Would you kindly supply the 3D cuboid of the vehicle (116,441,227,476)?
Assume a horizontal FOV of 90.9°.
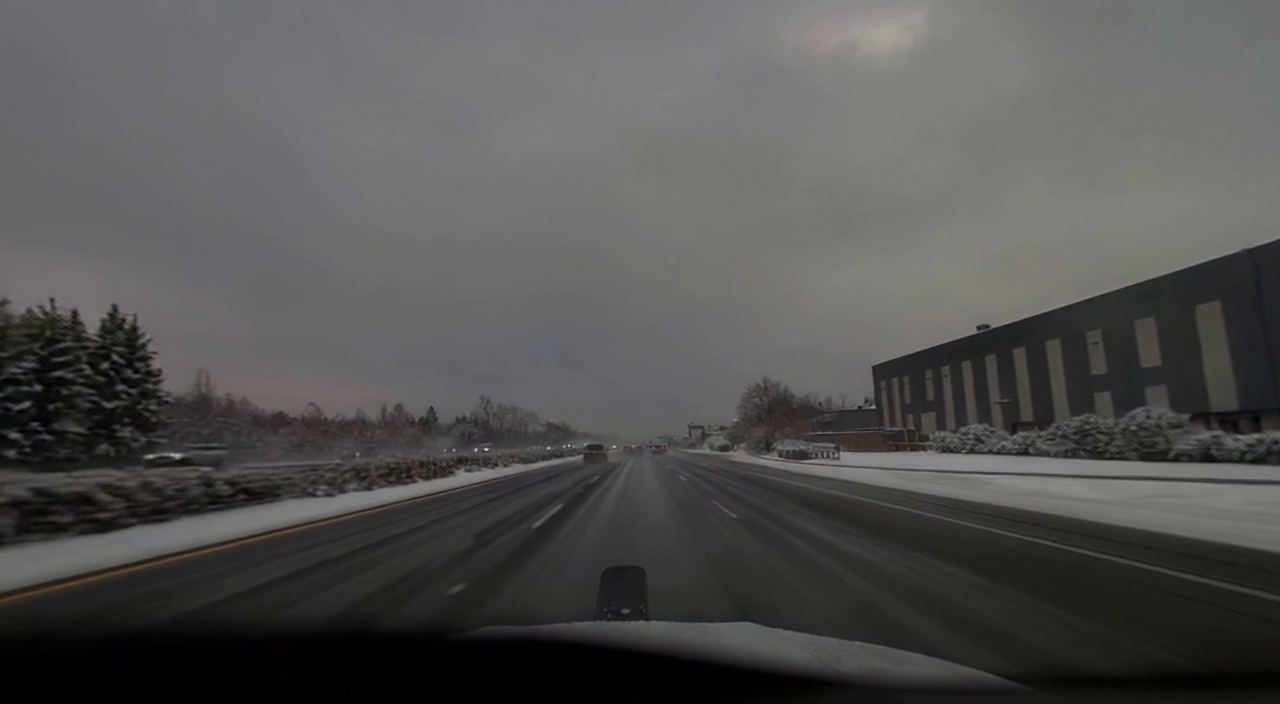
[{"bbox_3d":[-28.125,6.402,38.179,2.175,1.906,5.815,0,-9,1],"label":"vehicle"}]
